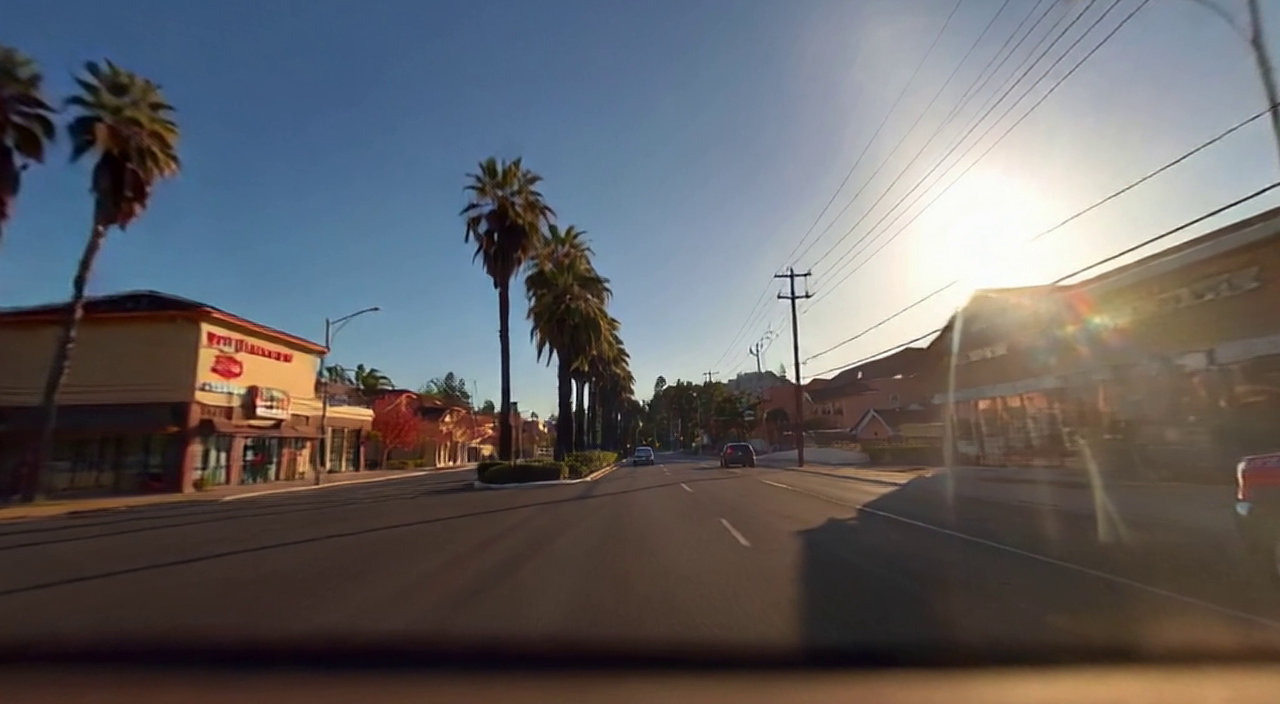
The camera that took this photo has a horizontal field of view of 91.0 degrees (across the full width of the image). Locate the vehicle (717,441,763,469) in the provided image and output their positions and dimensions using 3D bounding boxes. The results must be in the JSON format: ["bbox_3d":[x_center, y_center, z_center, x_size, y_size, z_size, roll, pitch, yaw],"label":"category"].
[{"bbox_3d":[6.656,6.904,42.363,2.252,1.718,4.617,0,-9,0],"label":"vehicle"}]

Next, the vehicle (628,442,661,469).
[{"bbox_3d":[0.282,6.944,42.428,2.138,1.702,4.168,0,-9,0],"label":"vehicle"}]
